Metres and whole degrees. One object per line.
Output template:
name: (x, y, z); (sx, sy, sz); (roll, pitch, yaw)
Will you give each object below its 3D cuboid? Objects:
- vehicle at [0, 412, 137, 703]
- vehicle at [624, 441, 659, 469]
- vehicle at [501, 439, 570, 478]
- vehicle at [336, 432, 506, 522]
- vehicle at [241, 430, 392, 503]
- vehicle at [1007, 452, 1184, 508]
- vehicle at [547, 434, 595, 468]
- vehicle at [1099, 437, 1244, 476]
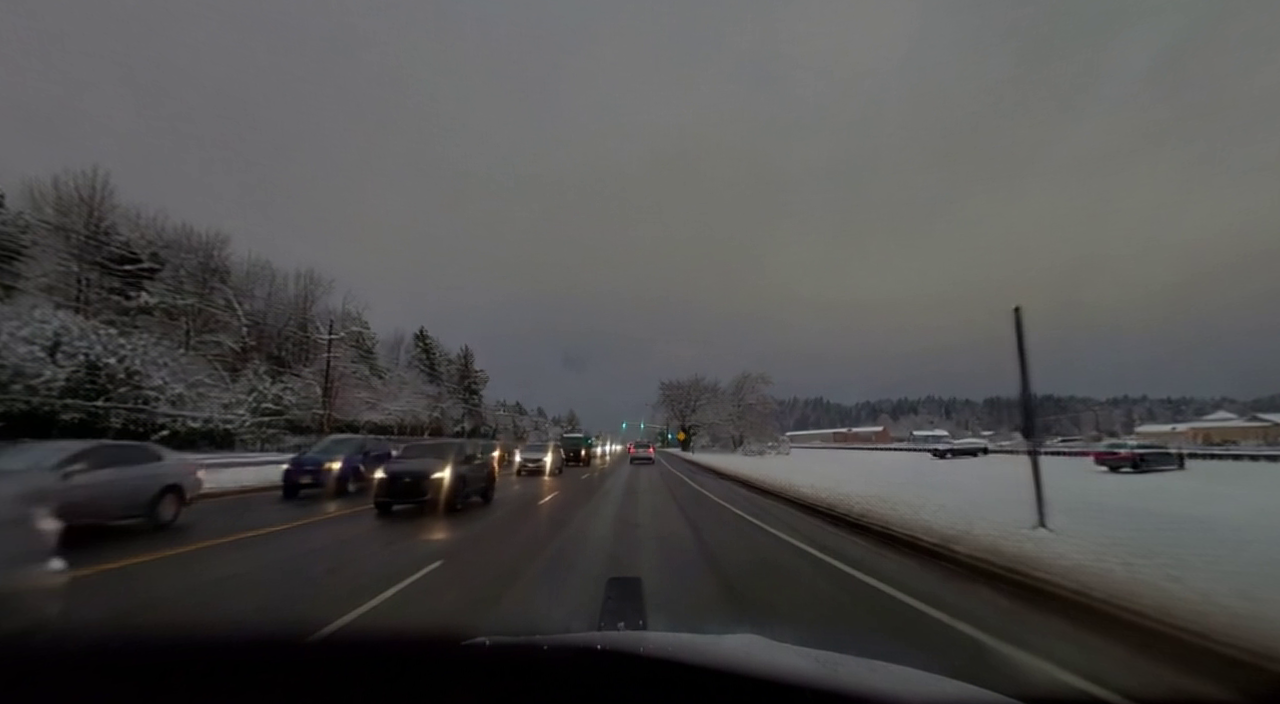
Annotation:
vehicle: (-4.308, 0.867, 1.859); (1.904, 1.496, 4.481); (-1, -8, 1)
vehicle: (0.093, 5.779, 35.676); (1.875, 1.453, 3.888); (0, -8, 0)
vehicle: (-4.143, 4.309, 25.786); (1.975, 1.447, 4.356); (-1, -8, 2)
vehicle: (-4.198, 2.450, 12.951); (1.871, 1.502, 4.240); (-1, -8, 1)
vehicle: (-7.771, 2.759, 15.601); (1.766, 1.553, 3.696); (0, -8, 0)
vehicle: (14.824, 4.161, 20.717); (4.265, 1.693, 1.902); (0, -8, 0)
vehicle: (-3.779, 5.513, 35.232); (2.130, 1.749, 4.904); (0, -8, 0)
vehicle: (28.145, 5.535, 33.537); (5.741, 1.952, 2.128); (0, -8, -2)
